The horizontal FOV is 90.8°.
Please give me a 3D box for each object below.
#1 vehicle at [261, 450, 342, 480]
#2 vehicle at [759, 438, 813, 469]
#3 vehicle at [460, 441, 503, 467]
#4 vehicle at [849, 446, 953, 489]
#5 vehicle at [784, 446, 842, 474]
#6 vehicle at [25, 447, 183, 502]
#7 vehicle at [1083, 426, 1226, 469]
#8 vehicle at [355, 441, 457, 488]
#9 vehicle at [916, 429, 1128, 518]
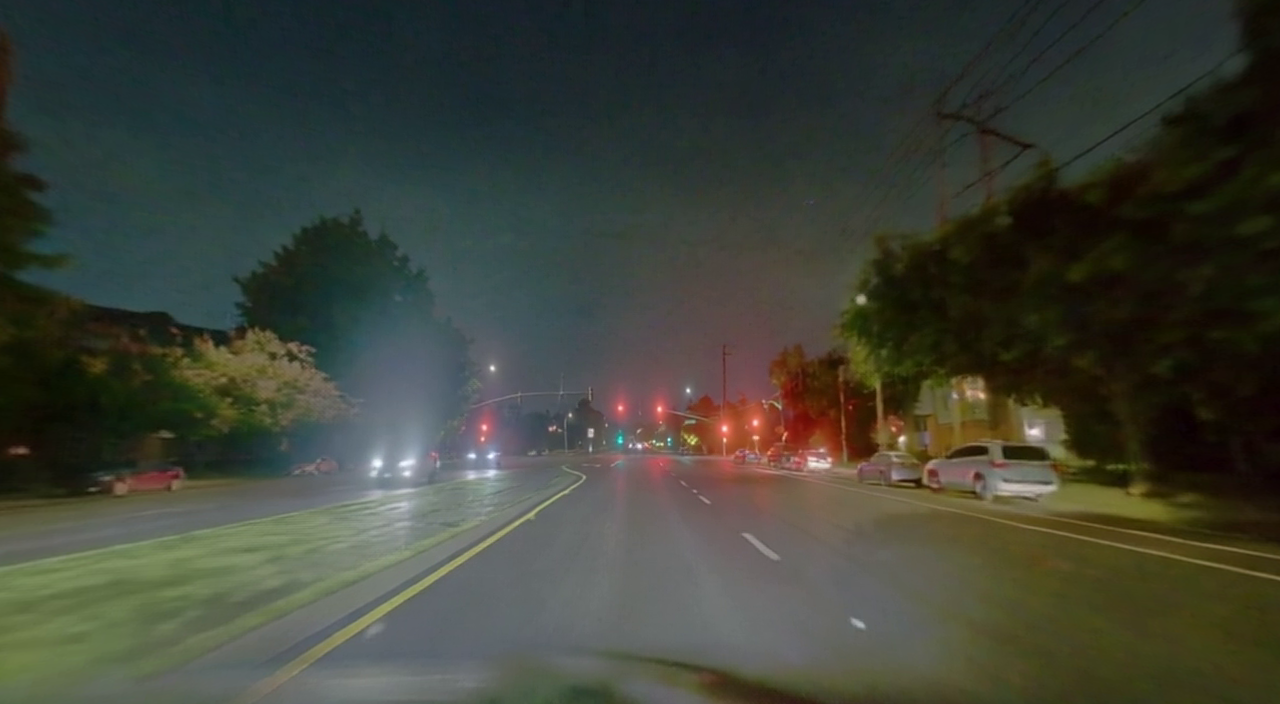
[{"bbox_3d":[-18.309,6.108,34.437,1.844,1.480,4.729,0,-8,-1],"label":"vehicle"},{"bbox_3d":[9.779,6.854,42.866,2.245,1.983,5.433,0,-8,-1],"label":"vehicle"},{"bbox_3d":[-11.411,7.370,45.811,1.940,1.740,4.356,0,-8,1],"label":"vehicle"},{"bbox_3d":[9.825,4.353,24.221,1.991,1.490,4.470,0,-8,-1],"label":"vehicle"},{"bbox_3d":[9.775,6.121,36.088,1.931,1.473,4.742,0,-8,0],"label":"vehicle"},{"bbox_3d":[-18.370,4.168,21.956,1.842,1.660,4.120,0,-8,0],"label":"vehicle"},{"bbox_3d":[22.497,4.200,27.766,4.421,1.793,2.091,0,-9,0],"label":"vehicle"},{"bbox_3d":[-8.205,3.974,22.639,1.922,1.486,4.392,0,-8,0],"label":"vehicle"},{"bbox_3d":[9.851,3.155,17.109,2.176,1.893,5.744,2,-8,0],"label":"vehicle"}]
